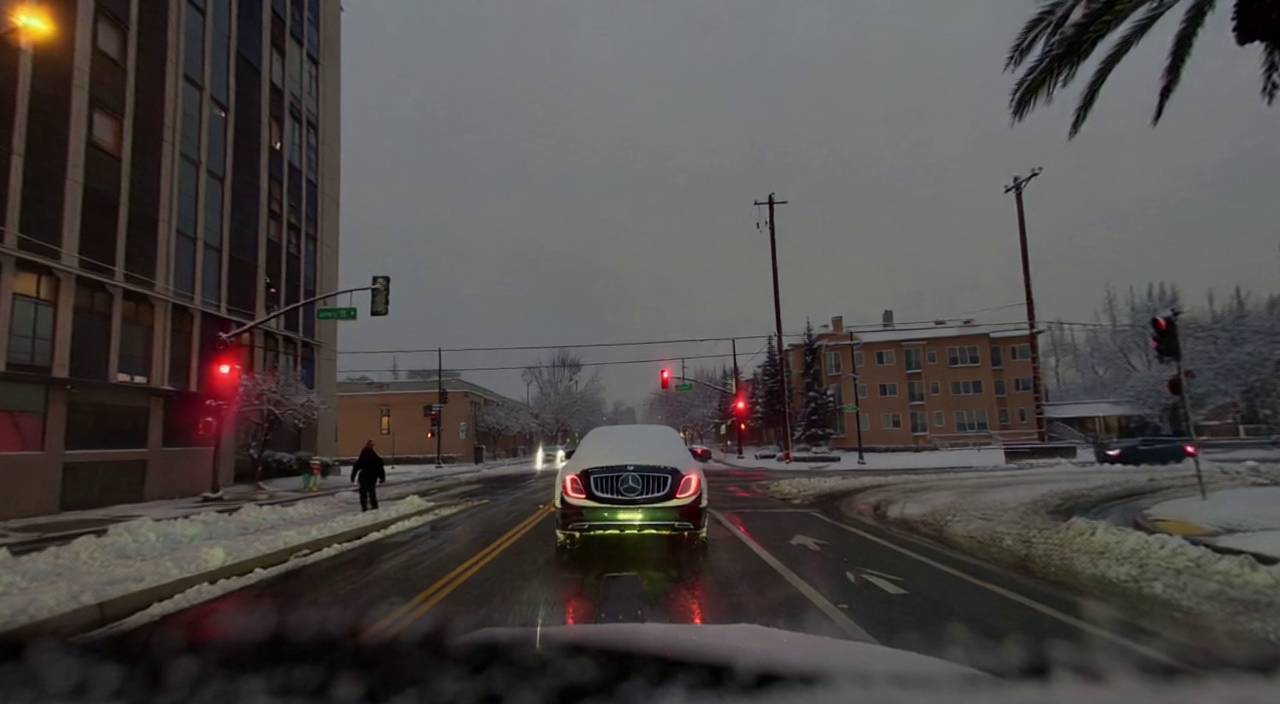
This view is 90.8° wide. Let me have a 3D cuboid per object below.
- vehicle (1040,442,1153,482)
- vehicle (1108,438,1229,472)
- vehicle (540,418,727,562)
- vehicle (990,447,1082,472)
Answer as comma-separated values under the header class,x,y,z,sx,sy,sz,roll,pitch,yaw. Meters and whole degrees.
class,x,y,z,sx,sy,sz,roll,pitch,yaw
vehicle,20.065,4.798,27.797,4.118,1.593,2.004,3,-9,-21
vehicle,28.526,5.563,34.222,4.649,1.760,2.029,-1,-8,2
vehicle,-0.081,1.874,9.236,2.144,1.643,3.770,0,-8,0
vehicle,24.207,6.587,38.702,4.417,1.462,1.761,0,-8,-1
